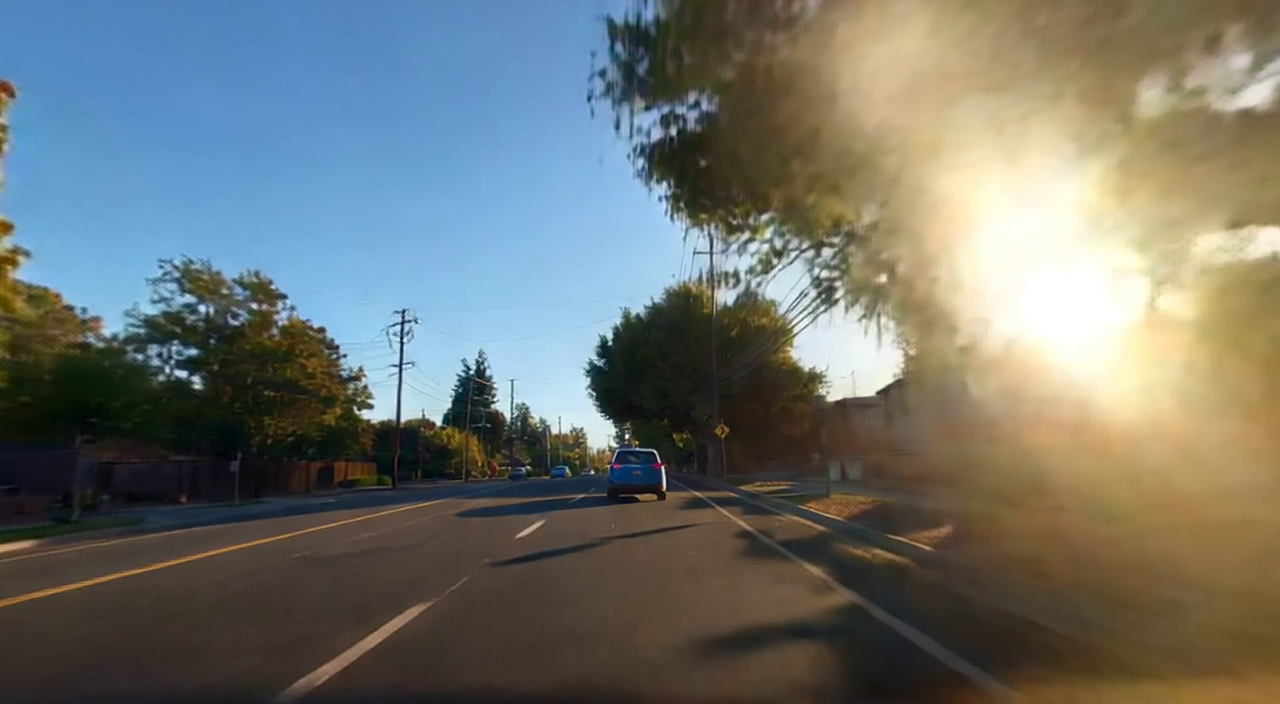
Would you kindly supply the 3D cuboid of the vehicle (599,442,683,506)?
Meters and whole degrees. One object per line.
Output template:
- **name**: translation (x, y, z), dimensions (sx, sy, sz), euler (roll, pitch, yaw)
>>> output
- **vehicle**: translation (0.011, 3.499, 18.611), dimensions (2.200, 1.653, 4.127), euler (0, -8, 0)
